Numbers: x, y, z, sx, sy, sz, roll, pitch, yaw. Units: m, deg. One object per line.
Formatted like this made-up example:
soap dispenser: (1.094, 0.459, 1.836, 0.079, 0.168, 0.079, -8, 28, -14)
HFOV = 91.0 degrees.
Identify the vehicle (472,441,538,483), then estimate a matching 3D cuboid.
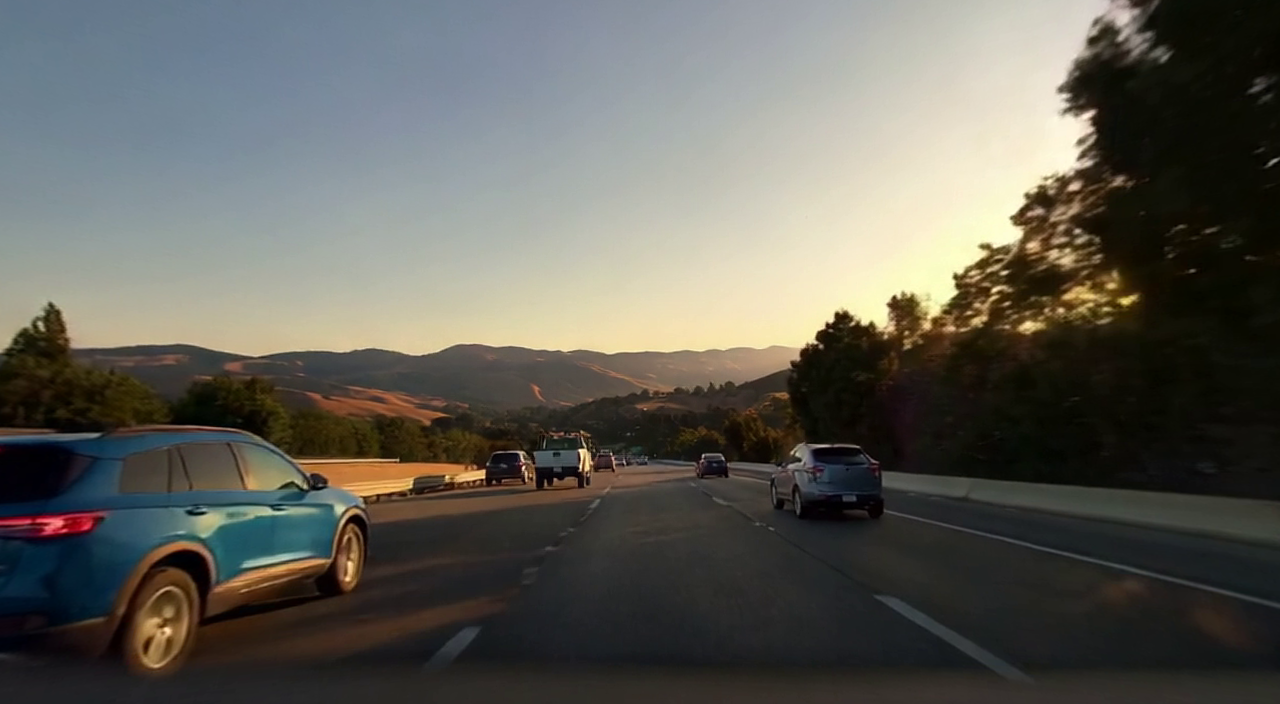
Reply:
vehicle: (-6.661, 5.516, 31.685, 2.149, 1.922, 4.976, 0, -9, 0)

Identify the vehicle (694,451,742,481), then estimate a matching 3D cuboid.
vehicle: (4.356, 6.450, 35.992, 2.071, 1.570, 4.637, 0, -9, -1)

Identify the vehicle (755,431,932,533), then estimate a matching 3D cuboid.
vehicle: (3.861, 2.573, 12.982, 2.066, 1.696, 4.604, 0, -9, 0)

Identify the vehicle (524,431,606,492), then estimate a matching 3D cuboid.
vehicle: (-2.802, 4.309, 24.988, 2.494, 2.136, 5.539, 0, -9, 1)

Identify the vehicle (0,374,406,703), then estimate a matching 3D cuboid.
vehicle: (-3.587, 1.277, 4.551, 2.080, 1.716, 4.207, 0, -9, 1)
